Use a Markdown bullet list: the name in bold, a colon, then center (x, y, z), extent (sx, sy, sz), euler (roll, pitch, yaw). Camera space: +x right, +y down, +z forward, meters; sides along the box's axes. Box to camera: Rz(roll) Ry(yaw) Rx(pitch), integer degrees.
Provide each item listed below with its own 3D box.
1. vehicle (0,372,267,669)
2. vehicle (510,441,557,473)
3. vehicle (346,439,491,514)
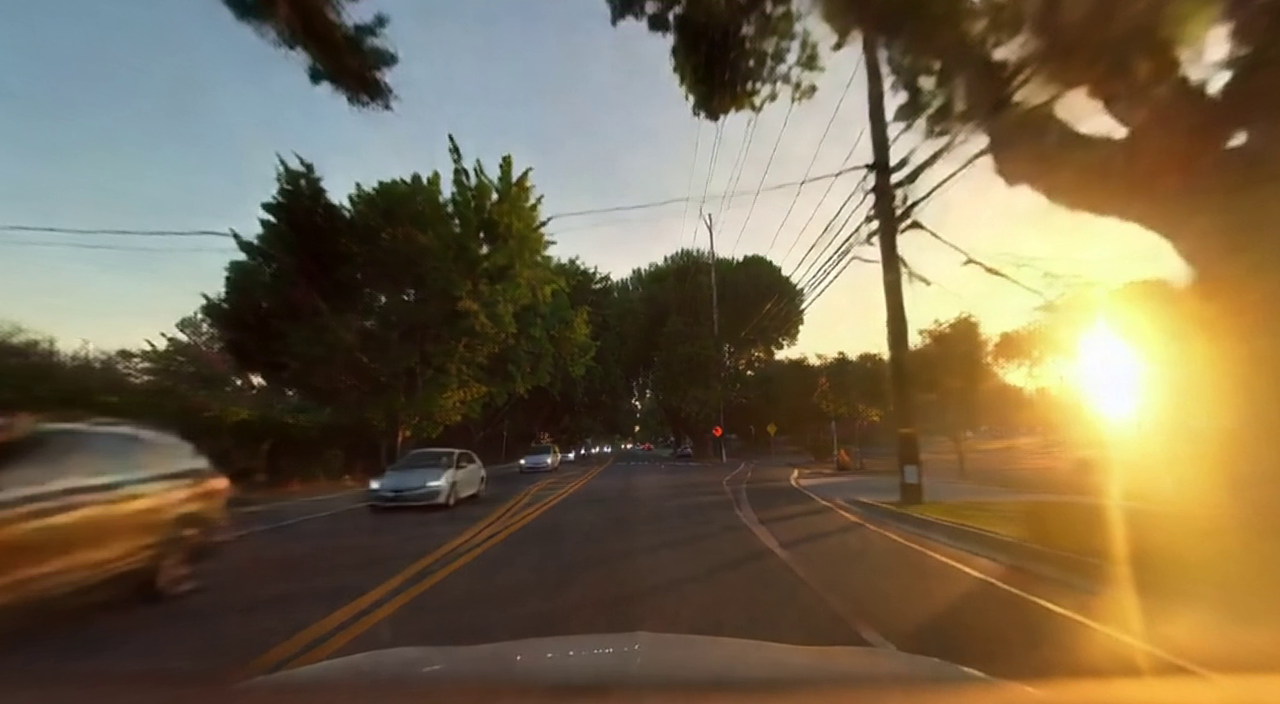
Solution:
- **vehicle**: center (-5.039, 1.121, 4.404), extent (2.228, 1.792, 4.397), euler (0, -9, -1)
- **vehicle**: center (-5.822, 5.812, 34.963), extent (2.001, 1.616, 4.064), euler (0, -9, -1)
- **vehicle**: center (-4.988, 2.864, 15.026), extent (1.909, 1.463, 4.569), euler (0, -9, -2)
